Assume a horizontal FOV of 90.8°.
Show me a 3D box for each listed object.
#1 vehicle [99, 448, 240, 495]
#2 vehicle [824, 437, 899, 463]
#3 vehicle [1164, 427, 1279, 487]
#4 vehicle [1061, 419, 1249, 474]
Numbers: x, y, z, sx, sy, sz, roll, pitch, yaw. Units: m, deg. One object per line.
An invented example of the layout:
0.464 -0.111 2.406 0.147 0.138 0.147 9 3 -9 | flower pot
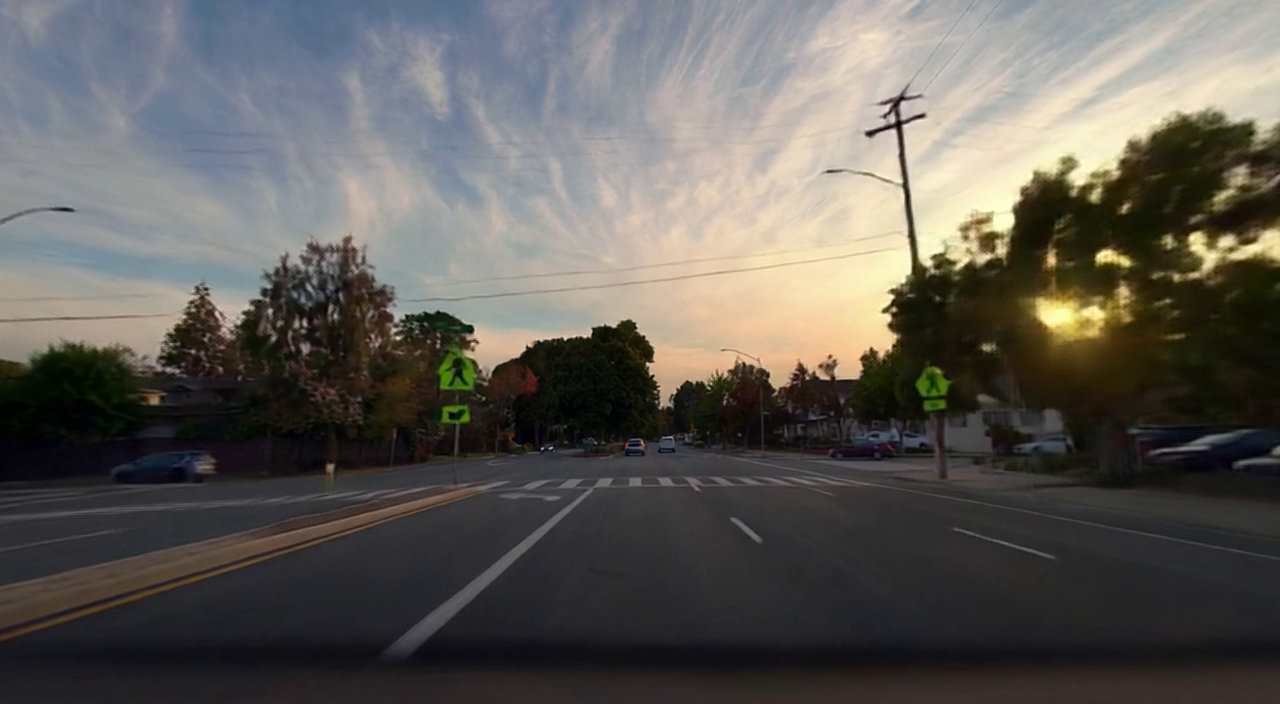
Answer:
-20.035 5.072 27.042 4.534 1.724 1.952 -3 -9 2 | vehicle
15.342 6.800 43.864 4.696 1.651 2.218 -3 -9 20 | vehicle
16.611 2.645 16.022 4.762 1.415 1.980 -1 -8 3 | vehicle
17.570 3.233 21.730 4.803 1.781 1.977 0 -8 -4 | vehicle
